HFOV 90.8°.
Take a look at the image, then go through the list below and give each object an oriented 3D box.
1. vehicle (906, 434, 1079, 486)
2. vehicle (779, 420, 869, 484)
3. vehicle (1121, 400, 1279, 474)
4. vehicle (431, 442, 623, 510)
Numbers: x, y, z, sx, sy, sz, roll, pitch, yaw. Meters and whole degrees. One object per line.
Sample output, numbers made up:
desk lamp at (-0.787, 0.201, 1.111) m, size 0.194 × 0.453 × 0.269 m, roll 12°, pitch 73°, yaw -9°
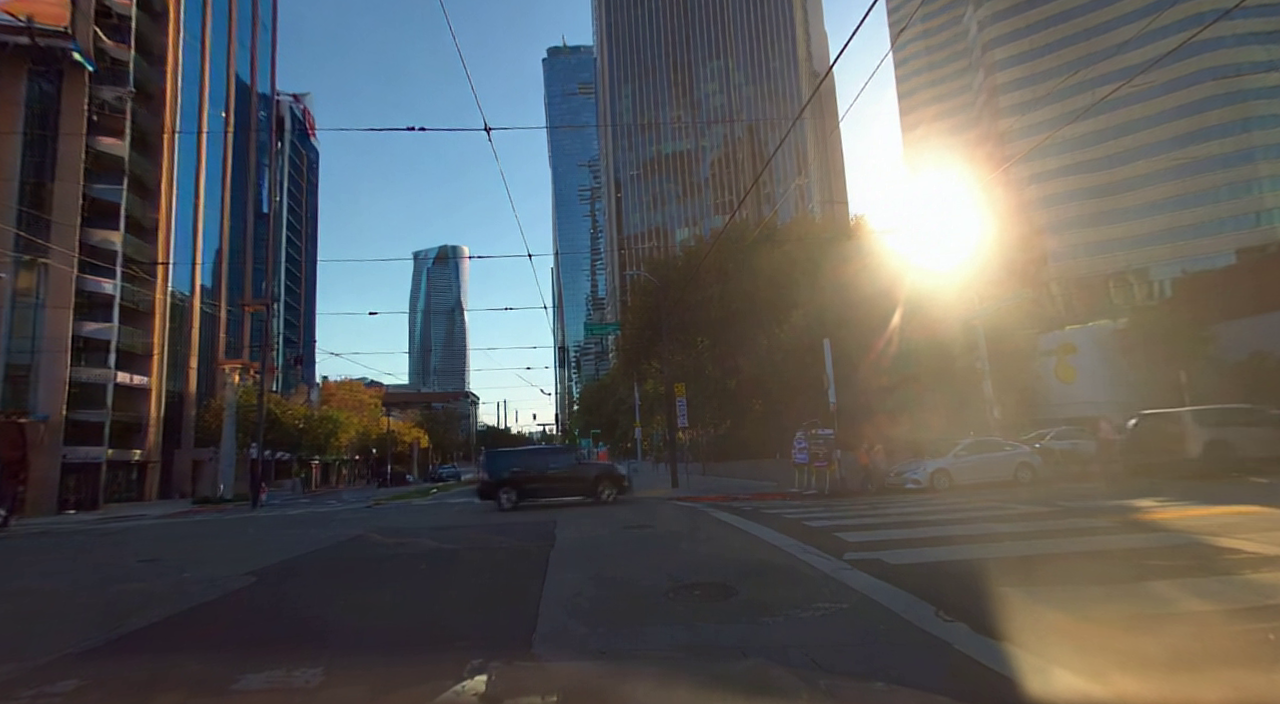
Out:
vehicle at (11.387, 3.488, 20.562) m, size 4.697 × 1.510 × 1.596 m, roll 0°, pitch -9°, yaw -4°
vehicle at (7.590, 4.109, 26.631) m, size 2.316 × 2.425 × 4.466 m, roll 1°, pitch -7°, yaw -2°
vehicle at (15.282, 2.161, 15.980) m, size 4.629 × 1.696 × 2.098 m, roll 1°, pitch -8°, yaw -6°
vehicle at (-2.794, 3.167, 16.468) m, size 4.637 × 1.624 × 1.927 m, roll 0°, pitch -8°, yaw -3°
